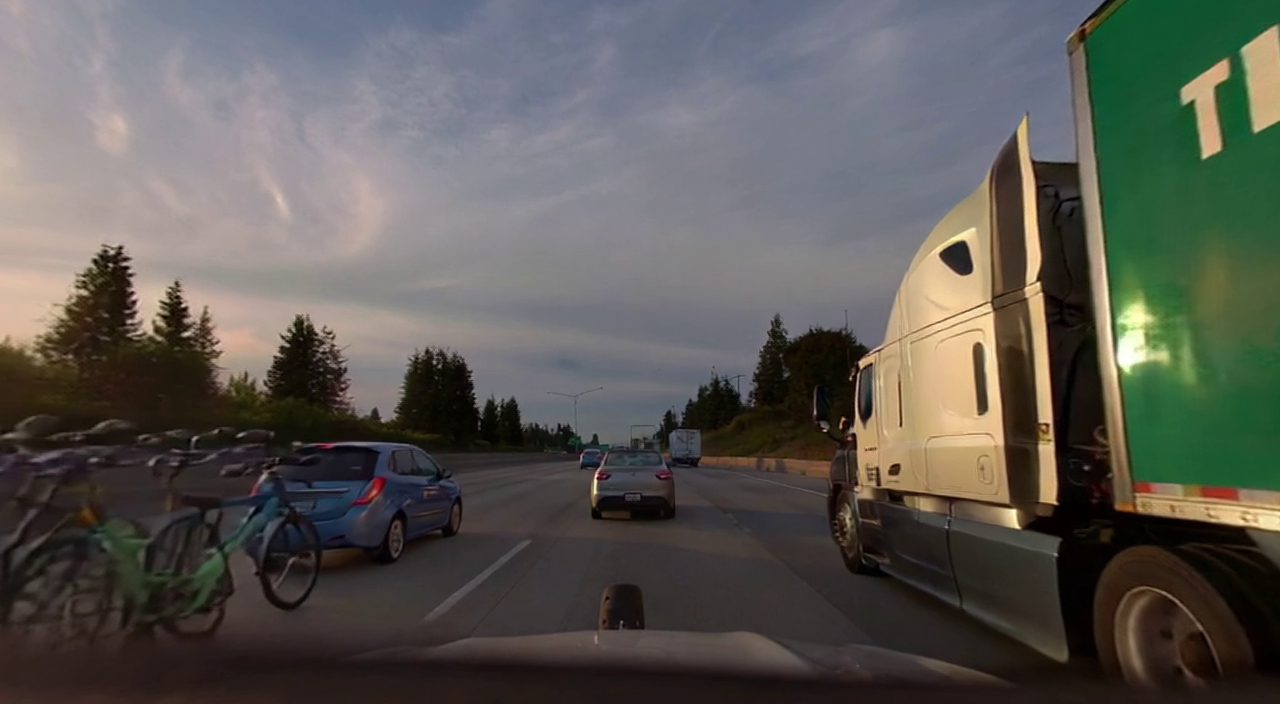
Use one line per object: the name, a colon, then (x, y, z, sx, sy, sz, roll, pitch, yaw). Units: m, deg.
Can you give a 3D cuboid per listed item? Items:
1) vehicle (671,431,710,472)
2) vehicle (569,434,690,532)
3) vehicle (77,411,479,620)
vehicle: (3.425, 6.892, 43.770, 2.234, 2.679, 5.372, 0, -9, -1)
vehicle: (-0.186, 2.421, 12.095, 1.973, 1.574, 3.426, 0, -9, -1)
vehicle: (-3.514, 1.681, 7.453, 1.985, 1.671, 4.604, 0, -9, 0)
